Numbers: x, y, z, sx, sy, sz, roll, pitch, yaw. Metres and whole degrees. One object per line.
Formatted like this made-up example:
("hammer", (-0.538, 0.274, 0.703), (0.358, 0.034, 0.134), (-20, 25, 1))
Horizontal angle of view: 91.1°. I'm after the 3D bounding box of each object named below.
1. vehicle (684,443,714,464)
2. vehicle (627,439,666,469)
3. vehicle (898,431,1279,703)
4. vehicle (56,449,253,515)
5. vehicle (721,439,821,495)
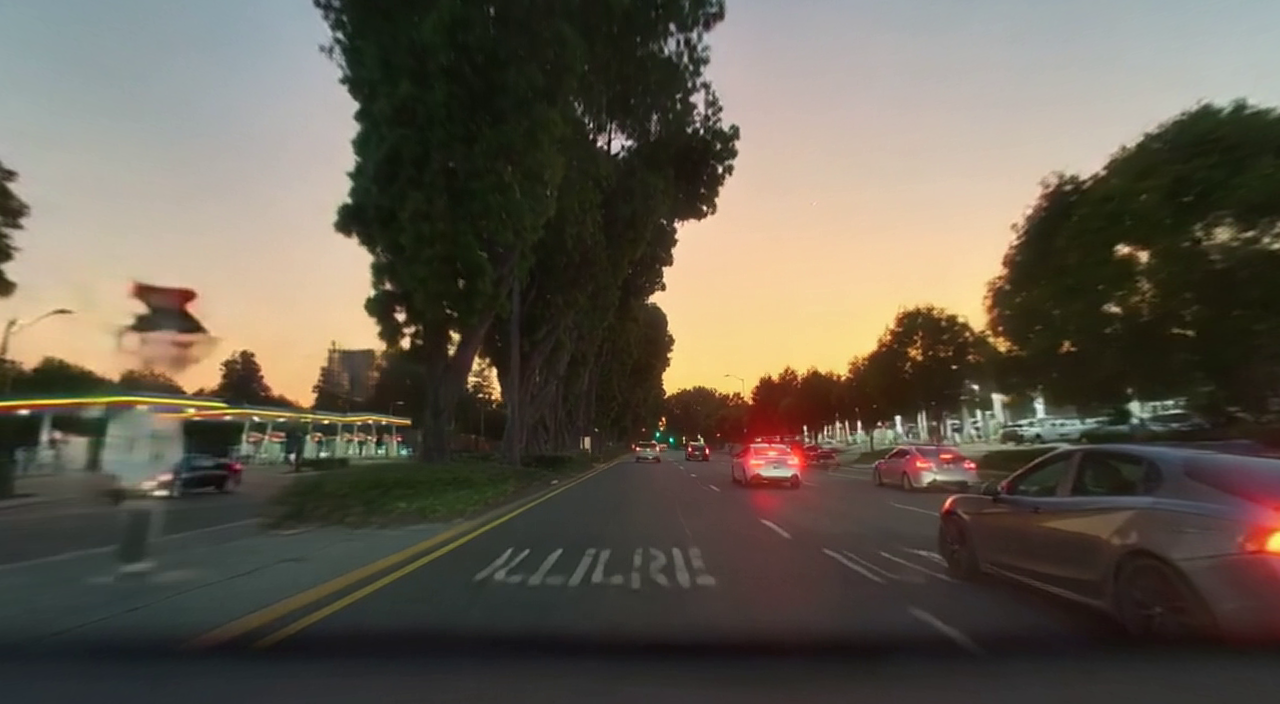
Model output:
("vehicle", (4.615, 8.014, 49.771), (1.980, 1.515, 4.362), (0, -9, 0))
("vehicle", (0.396, 6.093, 37.576), (2.172, 1.694, 4.055), (0, -9, 0))
("vehicle", (3.961, 1.386, 4.955), (1.944, 1.404, 4.597), (0, -9, 1))
("vehicle", (-13.304, 3.529, 17.659), (1.937, 1.501, 4.520), (-2, -9, 0))
("vehicle", (3.924, 3.528, 19.731), (2.119, 1.509, 4.756), (0, -9, 0))
